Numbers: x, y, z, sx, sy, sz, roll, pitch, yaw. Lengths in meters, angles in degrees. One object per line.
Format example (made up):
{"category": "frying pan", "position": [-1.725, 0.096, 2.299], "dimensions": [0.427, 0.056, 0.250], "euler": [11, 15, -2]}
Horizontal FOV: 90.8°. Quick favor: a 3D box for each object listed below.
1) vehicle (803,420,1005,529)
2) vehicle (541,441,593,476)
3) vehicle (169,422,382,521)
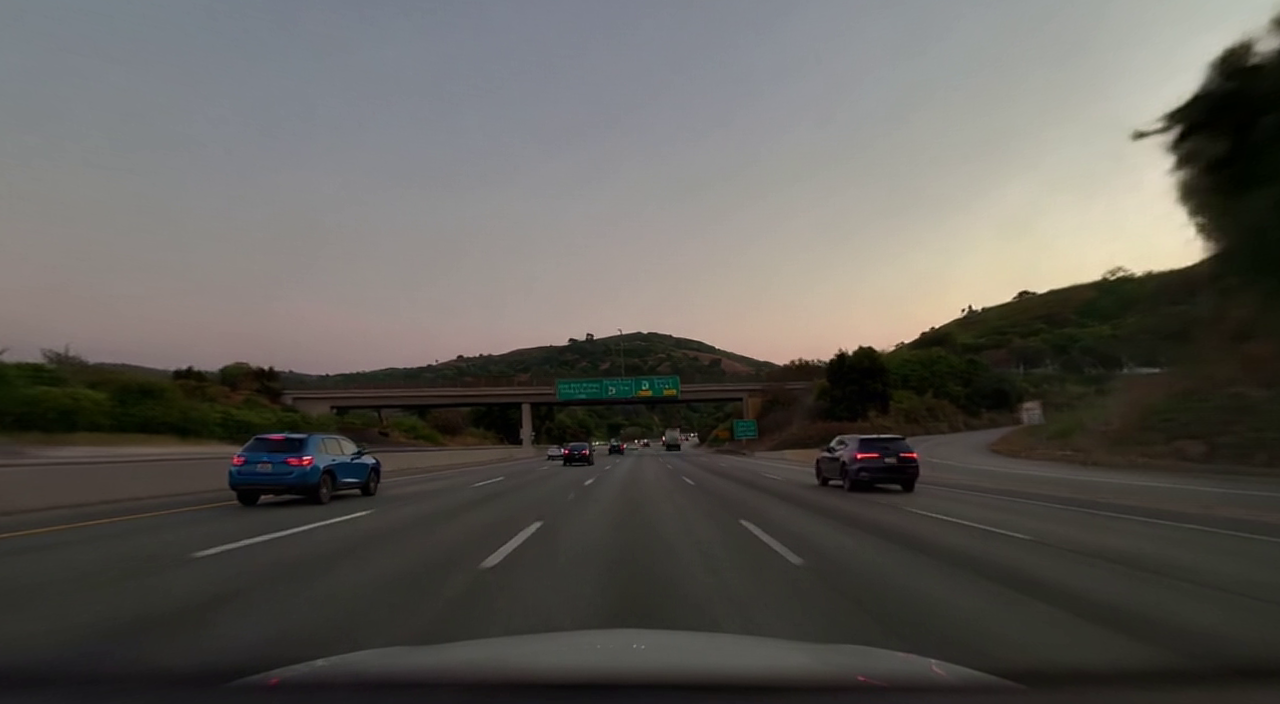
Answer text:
{"category": "vehicle", "position": [4.768, 2.284, 12.323], "dimensions": [1.950, 1.719, 4.545], "euler": [0, -9, 0]}
{"category": "vehicle", "position": [-3.378, 5.055, 30.174], "dimensions": [1.925, 1.509, 4.363], "euler": [0, -9, 0]}
{"category": "vehicle", "position": [-7.130, 2.374, 12.994], "dimensions": [1.860, 1.694, 4.173], "euler": [0, -9, 0]}
